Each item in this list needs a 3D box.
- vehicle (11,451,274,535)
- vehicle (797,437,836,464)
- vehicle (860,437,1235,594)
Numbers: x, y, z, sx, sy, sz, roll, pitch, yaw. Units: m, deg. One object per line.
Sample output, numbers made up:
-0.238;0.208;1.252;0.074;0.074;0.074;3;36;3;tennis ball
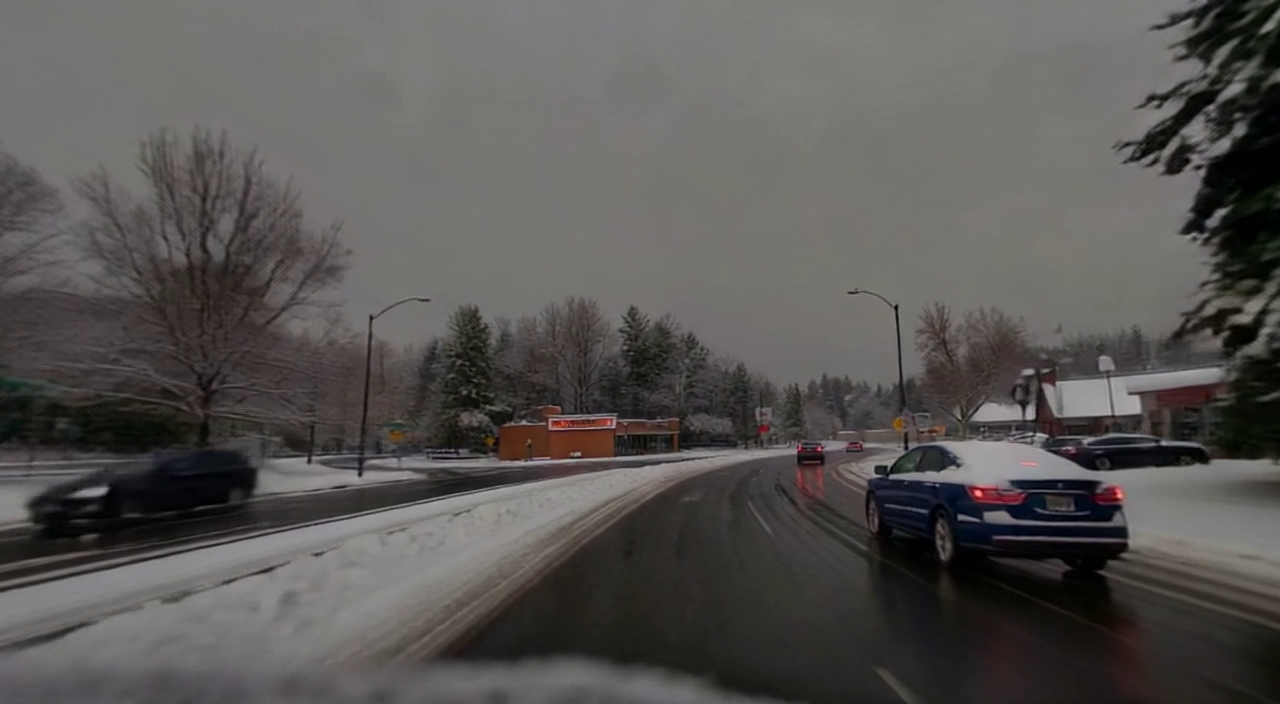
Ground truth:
-10.687;2.998;14.109;2.022;1.498;4.400;-1;-8;6;vehicle
12.339;6.828;43.847;2.311;1.715;4.287;-3;-9;18;vehicle
4.632;1.875;8.222;1.938;1.466;4.434;0;-8;0;vehicle
